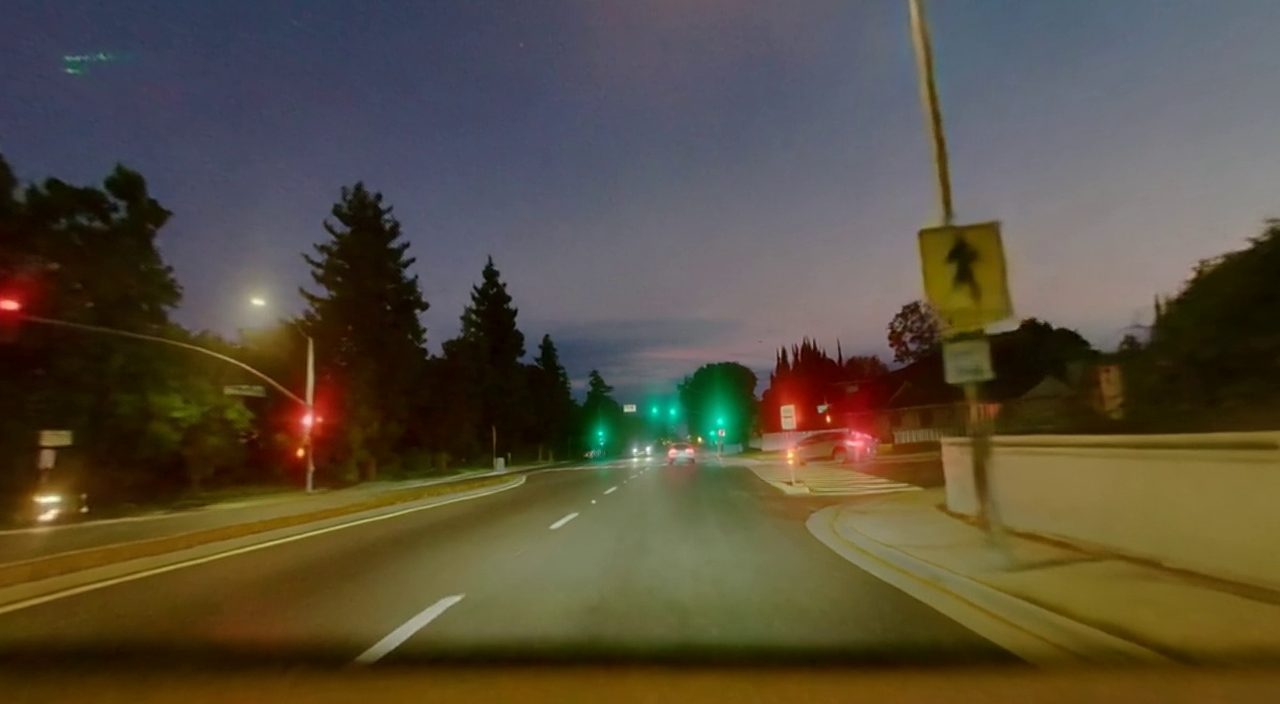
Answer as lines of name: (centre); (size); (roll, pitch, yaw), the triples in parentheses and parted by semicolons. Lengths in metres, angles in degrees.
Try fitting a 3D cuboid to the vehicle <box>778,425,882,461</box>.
vehicle: (9.798, 4.680, 32.543); (4.906, 1.729, 2.414); (-3, -9, 21)
